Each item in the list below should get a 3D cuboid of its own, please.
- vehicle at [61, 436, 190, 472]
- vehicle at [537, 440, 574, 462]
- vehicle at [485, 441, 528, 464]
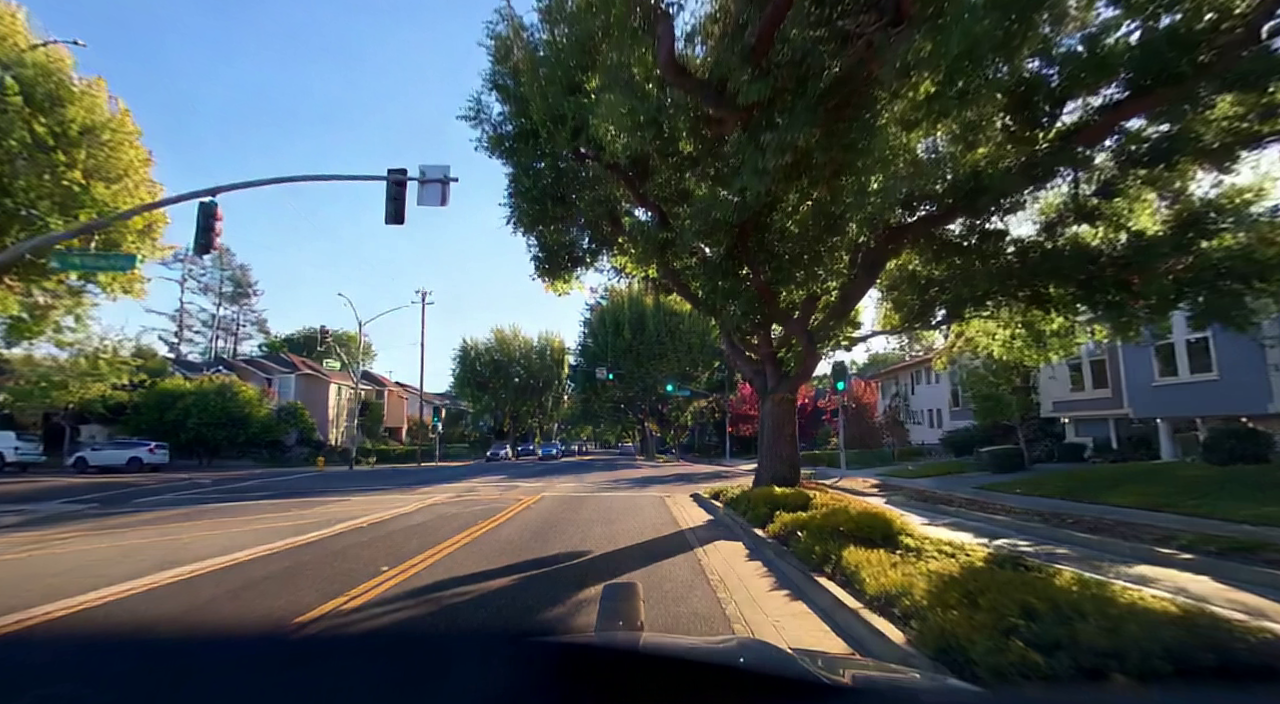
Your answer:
[{"bbox_3d":[-27.068,5.379,33.389,4.802,1.776,2.090,1,-8,-6],"label":"vehicle"},{"bbox_3d":[-5.867,6.923,44.391,2.003,1.462,4.220,0,-8,1],"label":"vehicle"},{"bbox_3d":[-9.278,7.022,44.309,1.985,1.475,4.383,0,-8,1],"label":"vehicle"}]
